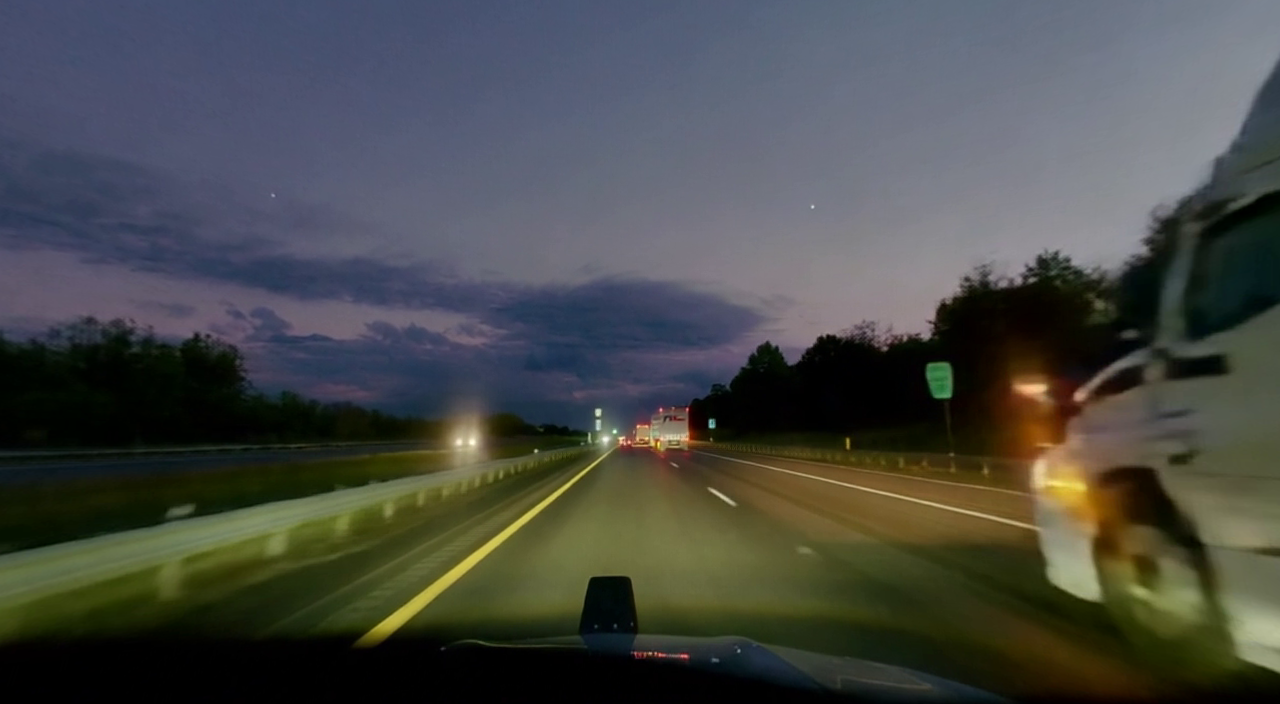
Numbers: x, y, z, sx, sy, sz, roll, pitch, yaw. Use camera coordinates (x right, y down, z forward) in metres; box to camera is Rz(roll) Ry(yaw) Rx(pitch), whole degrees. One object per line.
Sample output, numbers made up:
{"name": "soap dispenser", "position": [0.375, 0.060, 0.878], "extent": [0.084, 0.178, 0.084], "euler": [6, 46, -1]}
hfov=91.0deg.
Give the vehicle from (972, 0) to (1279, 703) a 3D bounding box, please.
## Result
{"name": "vehicle", "position": [4.233, -0.413, 1.741], "extent": [3.073, 3.927, 6.116], "euler": [0, -8, -1]}
